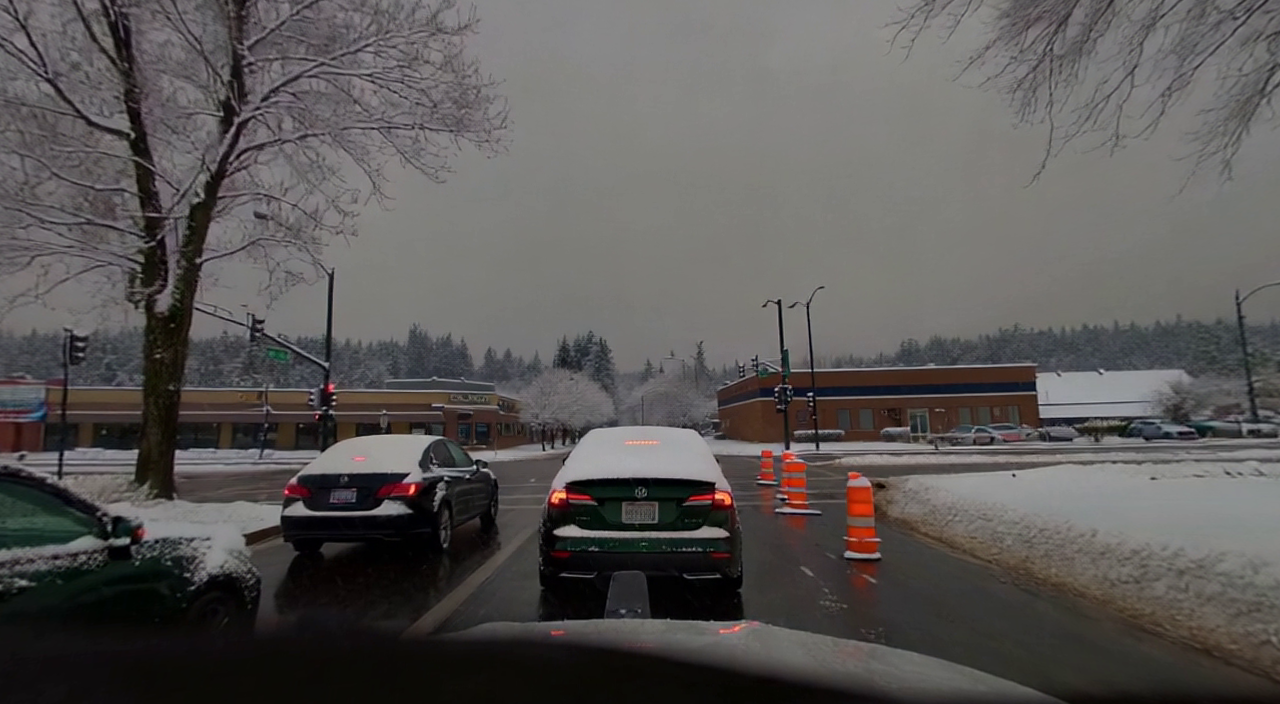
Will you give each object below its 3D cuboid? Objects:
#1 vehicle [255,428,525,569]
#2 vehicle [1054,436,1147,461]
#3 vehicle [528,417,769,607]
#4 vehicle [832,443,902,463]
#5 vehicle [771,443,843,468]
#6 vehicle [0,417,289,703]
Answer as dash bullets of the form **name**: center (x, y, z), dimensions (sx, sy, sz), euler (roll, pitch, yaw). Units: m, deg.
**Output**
- **vehicle**: center (-3.253, 1.999, 9.449), dimensions (1.989, 1.541, 4.626), euler (0, -9, 2)
- **vehicle**: center (29.418, 6.184, 40.318), dimensions (4.463, 1.482, 1.808), euler (0, -9, 1)
- **vehicle**: center (0.118, 1.628, 7.210), dimensions (2.021, 1.560, 3.676), euler (0, -9, 1)
- **vehicle**: center (17.033, 7.590, 47.336), dimensions (4.581, 1.480, 1.752), euler (1, -9, -1)
- **vehicle**: center (10.805, 6.723, 41.000), dimensions (4.380, 1.492, 1.837), euler (-2, -9, 13)
- **vehicle**: center (-3.581, 0.948, 2.144), dimensions (1.964, 1.497, 4.722), euler (0, -9, 1)
